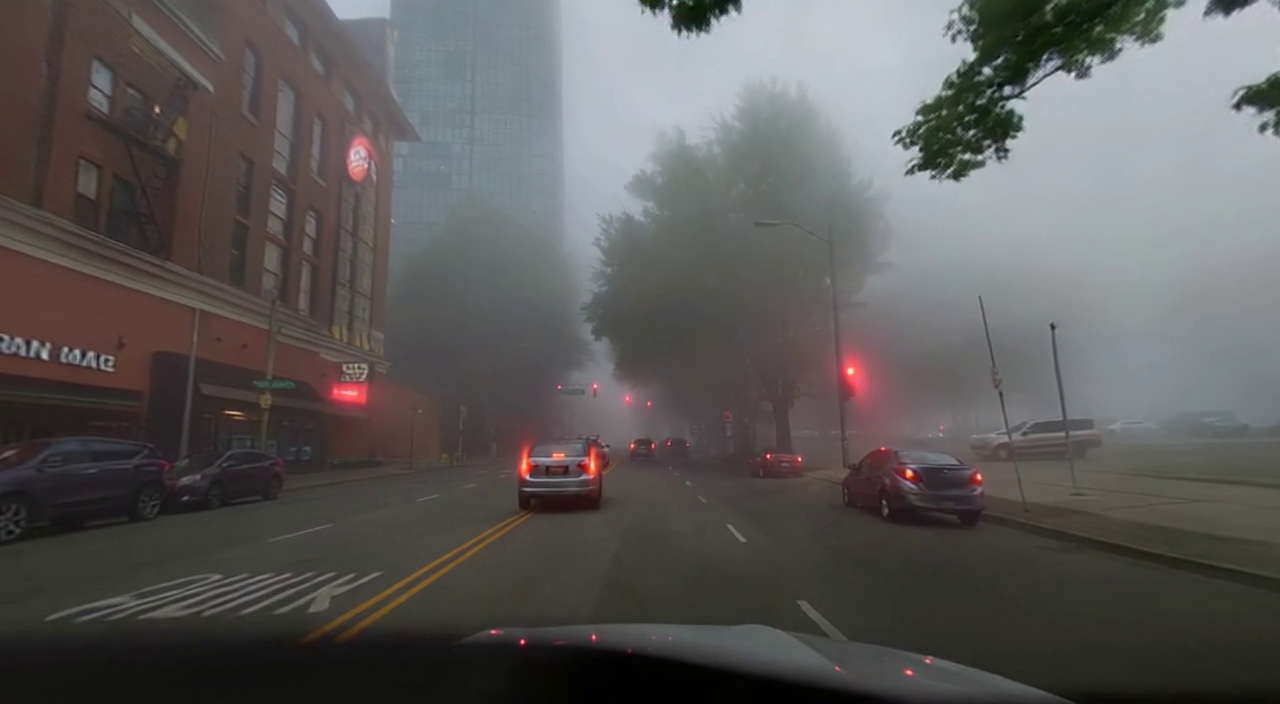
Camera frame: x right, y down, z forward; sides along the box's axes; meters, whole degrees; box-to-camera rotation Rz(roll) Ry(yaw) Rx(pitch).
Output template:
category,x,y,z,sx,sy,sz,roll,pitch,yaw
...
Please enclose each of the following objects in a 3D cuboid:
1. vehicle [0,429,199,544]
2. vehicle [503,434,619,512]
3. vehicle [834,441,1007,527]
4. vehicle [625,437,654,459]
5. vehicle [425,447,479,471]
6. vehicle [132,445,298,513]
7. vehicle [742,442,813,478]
category,x,y,z,sx,sy,sz,roll,pitch,yaw
vehicle,-12.652,2.699,13.206,2.384,2.044,6.030,0,-8,0
vehicle,-1.729,2.621,14.213,2.169,1.427,4.531,1,-9,-6
vehicle,5.737,2.713,13.525,1.986,1.555,3.879,0,-8,1
vehicle,-0.081,7.138,46.804,2.102,1.521,4.078,0,-8,-1
vehicle,-12.588,7.185,42.540,2.075,1.472,4.638,0,-8,2
vehicle,-12.649,3.743,19.205,2.000,1.708,4.494,-3,-8,-1
vehicle,5.879,4.667,27.504,1.956,1.446,4.537,0,-8,-1
